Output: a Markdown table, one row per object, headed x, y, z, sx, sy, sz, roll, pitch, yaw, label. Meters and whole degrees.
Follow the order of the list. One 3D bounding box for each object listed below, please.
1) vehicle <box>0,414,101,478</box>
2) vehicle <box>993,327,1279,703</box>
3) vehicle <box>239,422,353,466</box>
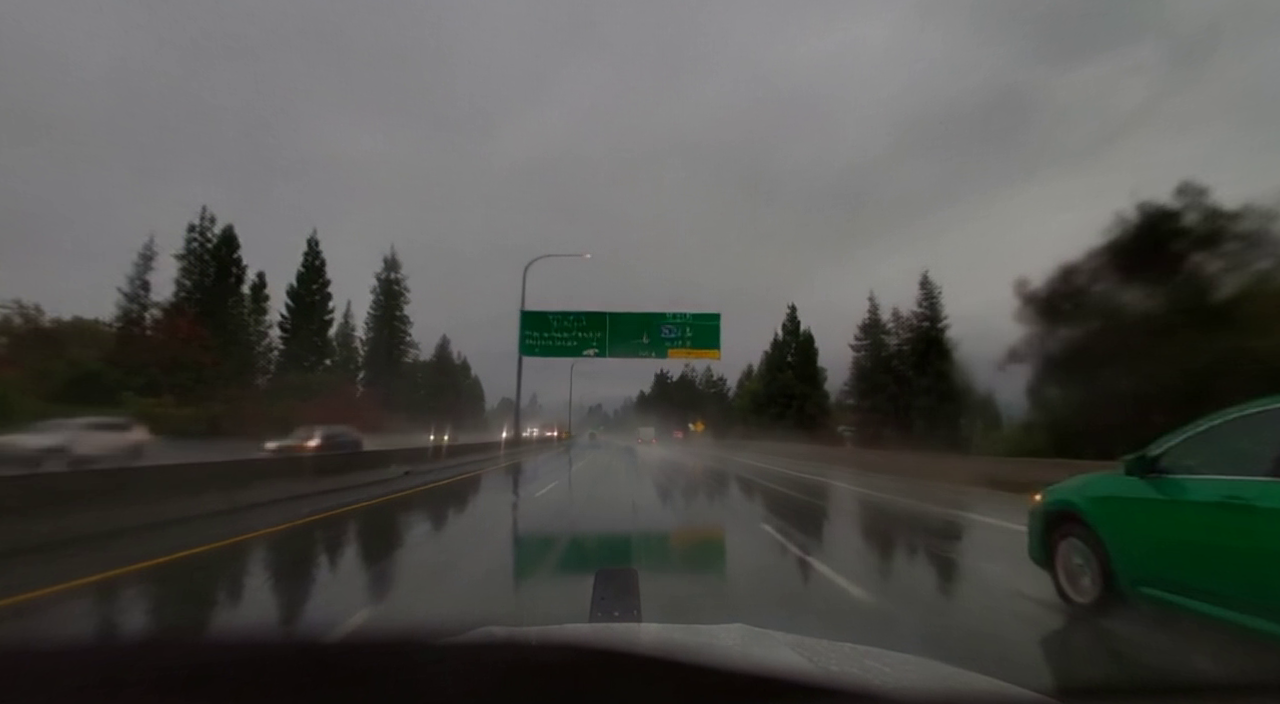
| x | y | z | sx | sy | sz | roll | pitch | yaw | label |
| --- | --- | --- | --- | --- | --- | --- | --- | --- | --- |
| -15.795 | 2.292 | 15.438 | 1.750 | 1.471 | 3.894 | 0 | -8 | -1 | vehicle |
| 3.654 | 0.700 | 2.367 | 2.107 | 1.642 | 4.331 | 0 | -8 | 0 | vehicle |
| -12.648 | 3.417 | 23.514 | 1.921 | 1.476 | 4.198 | 0 | -8 | -1 | vehicle |
